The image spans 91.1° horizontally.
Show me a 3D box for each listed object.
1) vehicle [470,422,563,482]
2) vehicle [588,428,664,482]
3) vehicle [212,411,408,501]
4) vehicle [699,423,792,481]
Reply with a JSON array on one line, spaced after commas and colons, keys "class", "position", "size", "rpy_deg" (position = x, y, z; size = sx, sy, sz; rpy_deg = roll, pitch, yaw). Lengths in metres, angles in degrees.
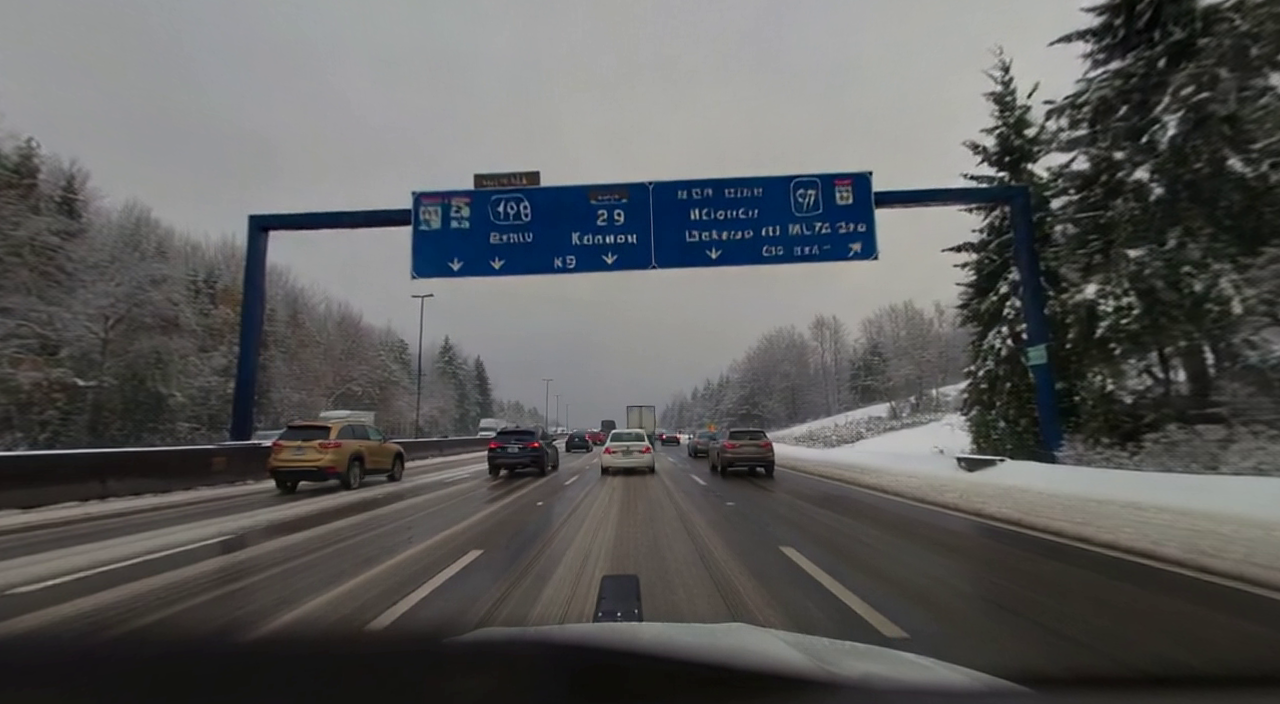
[{"class": "vehicle", "position": [-3.785, 3.130, 20.042], "size": [2.064, 1.672, 4.277], "rpy_deg": [0, -8, 0]}, {"class": "vehicle", "position": [-0.394, 3.158, 19.670], "size": [2.111, 1.494, 4.364], "rpy_deg": [0, -8, 0]}, {"class": "vehicle", "position": [-7.540, 2.418, 15.093], "size": [2.117, 1.779, 4.745], "rpy_deg": [0, -8, 0]}, {"class": "vehicle", "position": [3.235, 3.153, 20.226], "size": [2.095, 1.650, 4.331], "rpy_deg": [0, -8, -2]}]
